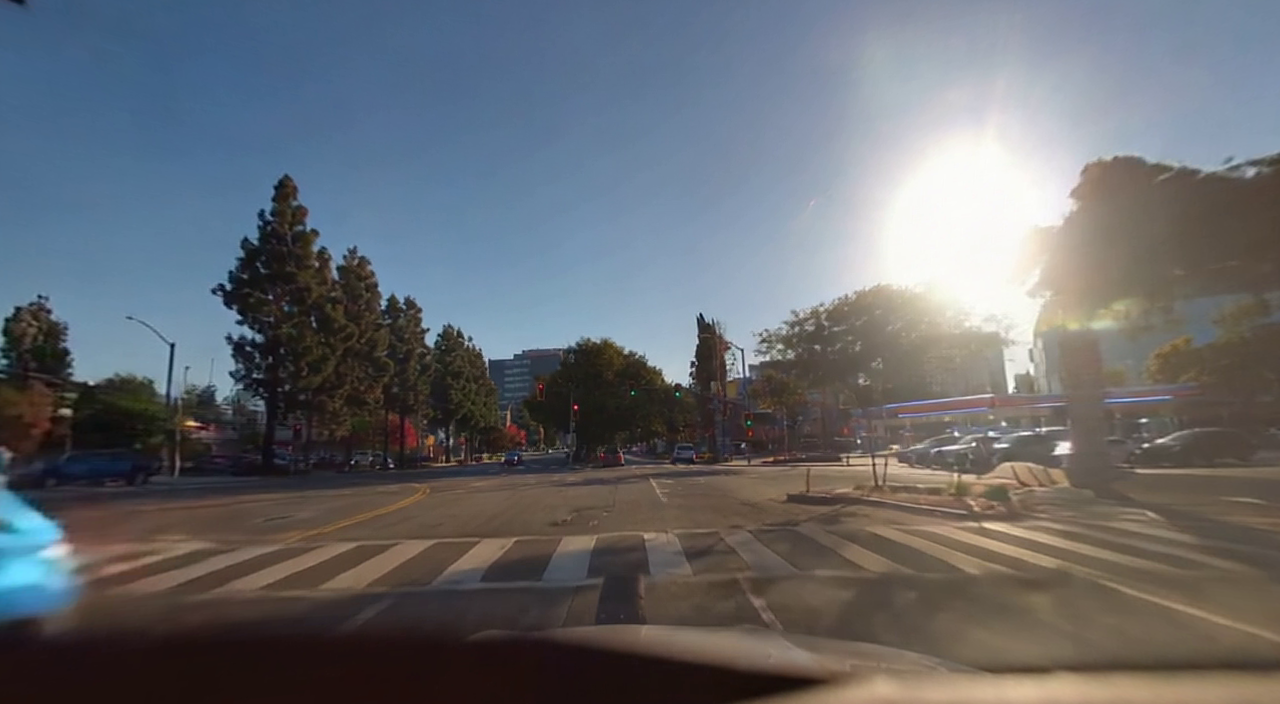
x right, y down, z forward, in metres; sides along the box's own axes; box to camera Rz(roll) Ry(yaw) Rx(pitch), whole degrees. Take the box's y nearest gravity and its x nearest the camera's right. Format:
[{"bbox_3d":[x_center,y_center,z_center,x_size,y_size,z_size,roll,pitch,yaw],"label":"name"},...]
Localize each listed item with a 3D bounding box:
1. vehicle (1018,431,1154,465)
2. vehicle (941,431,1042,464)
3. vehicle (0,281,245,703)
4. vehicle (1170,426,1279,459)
[{"bbox_3d":[20.158,4.377,28.727,4.615,1.474,2.004,0,-8,0],"label":"vehicle"},{"bbox_3d":[19.424,5.305,35.032,4.364,1.737,1.967,0,-8,0],"label":"vehicle"},{"bbox_3d":[-3.776,0.564,1.585,2.206,2.007,5.190,0,-8,0],"label":"vehicle"},{"bbox_3d":[29.442,4.458,31.161,4.768,1.525,1.919,0,-8,0],"label":"vehicle"}]
